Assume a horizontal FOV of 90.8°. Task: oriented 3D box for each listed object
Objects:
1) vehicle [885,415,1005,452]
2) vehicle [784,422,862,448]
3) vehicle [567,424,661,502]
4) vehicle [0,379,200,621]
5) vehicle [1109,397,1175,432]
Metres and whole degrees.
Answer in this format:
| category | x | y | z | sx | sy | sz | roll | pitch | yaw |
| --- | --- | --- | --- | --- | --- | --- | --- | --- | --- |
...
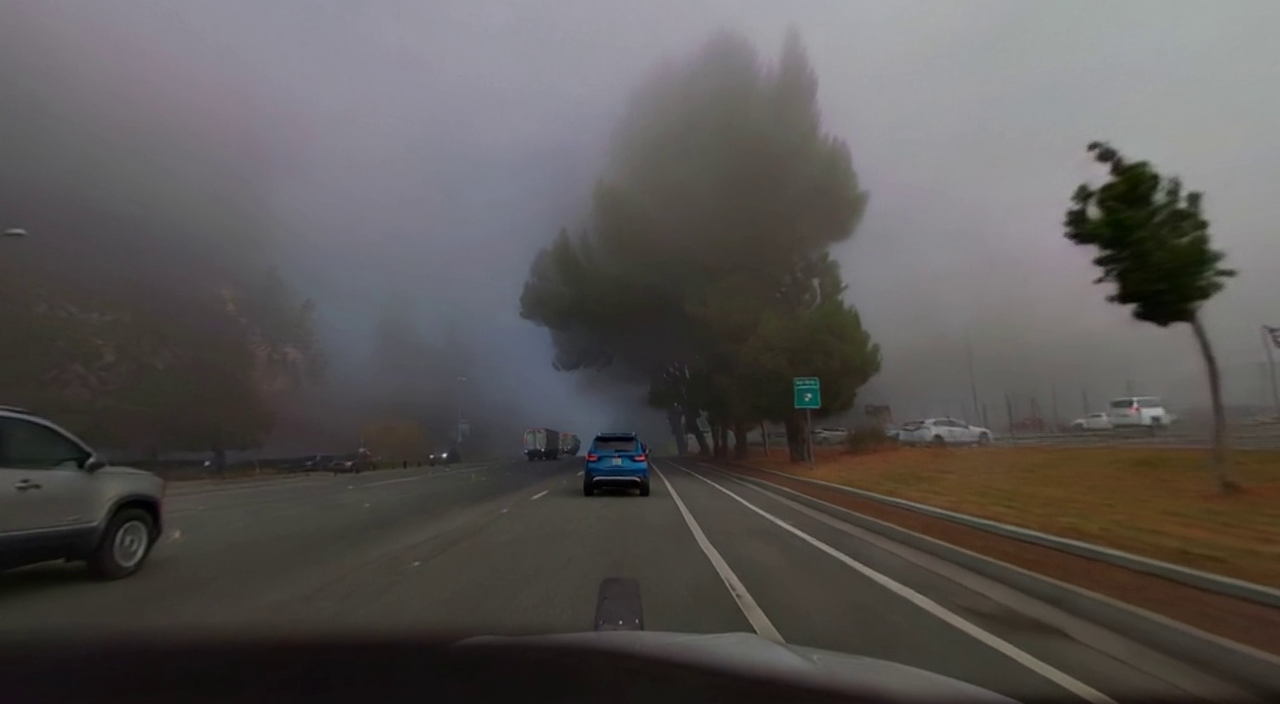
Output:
| category | x | y | z | sx | sy | sz | roll | pitch | yaw |
| --- | --- | --- | --- | --- | --- | --- | --- | --- | --- |
| vehicle | 13.011 | 3.504 | 27.097 | 4.204 | 1.486 | 1.781 | 0 | -8 | 0 |
| vehicle | 12.909 | 5.891 | 44.802 | 4.873 | 1.796 | 1.990 | 0 | -8 | 0 |
| vehicle | -0.610 | 2.861 | 16.592 | 2.131 | 1.761 | 4.242 | 0 | -9 | -1 |
| vehicle | -5.943 | 1.107 | 4.712 | 2.178 | 1.819 | 4.530 | 1 | -9 | -3 |
| vehicle | 26.774 | 3.385 | 33.813 | 1.895 | 1.576 | 4.434 | -5 | -10 | 28 |
